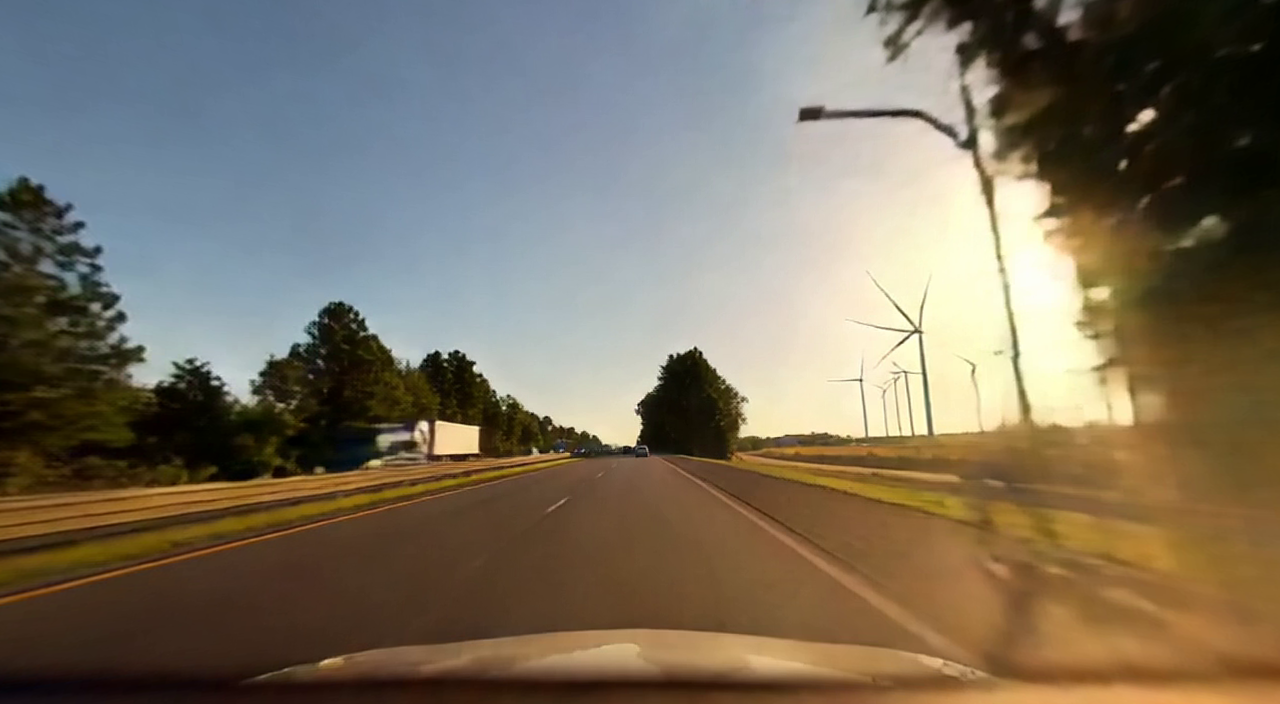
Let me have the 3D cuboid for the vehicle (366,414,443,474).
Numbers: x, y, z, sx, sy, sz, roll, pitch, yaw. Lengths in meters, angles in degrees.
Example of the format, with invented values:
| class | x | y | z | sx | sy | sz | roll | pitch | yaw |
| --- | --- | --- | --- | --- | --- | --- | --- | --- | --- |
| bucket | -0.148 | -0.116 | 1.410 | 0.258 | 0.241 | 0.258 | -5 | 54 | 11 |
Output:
| class | x | y | z | sx | sy | sz | roll | pitch | yaw |
| --- | --- | --- | --- | --- | --- | --- | --- | --- | --- |
| vehicle | -16.505 | 6.556 | 44.716 | 3.031 | 3.931 | 6.017 | 0 | -9 | 0 |

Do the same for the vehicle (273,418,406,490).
| class | x | y | z | sx | sy | sz | roll | pitch | yaw |
| --- | --- | --- | --- | --- | --- | --- | --- | --- | --- |
| vehicle | -12.745 | 4.433 | 27.499 | 2.231 | 2.700 | 6.933 | -1 | -9 | 1 |
